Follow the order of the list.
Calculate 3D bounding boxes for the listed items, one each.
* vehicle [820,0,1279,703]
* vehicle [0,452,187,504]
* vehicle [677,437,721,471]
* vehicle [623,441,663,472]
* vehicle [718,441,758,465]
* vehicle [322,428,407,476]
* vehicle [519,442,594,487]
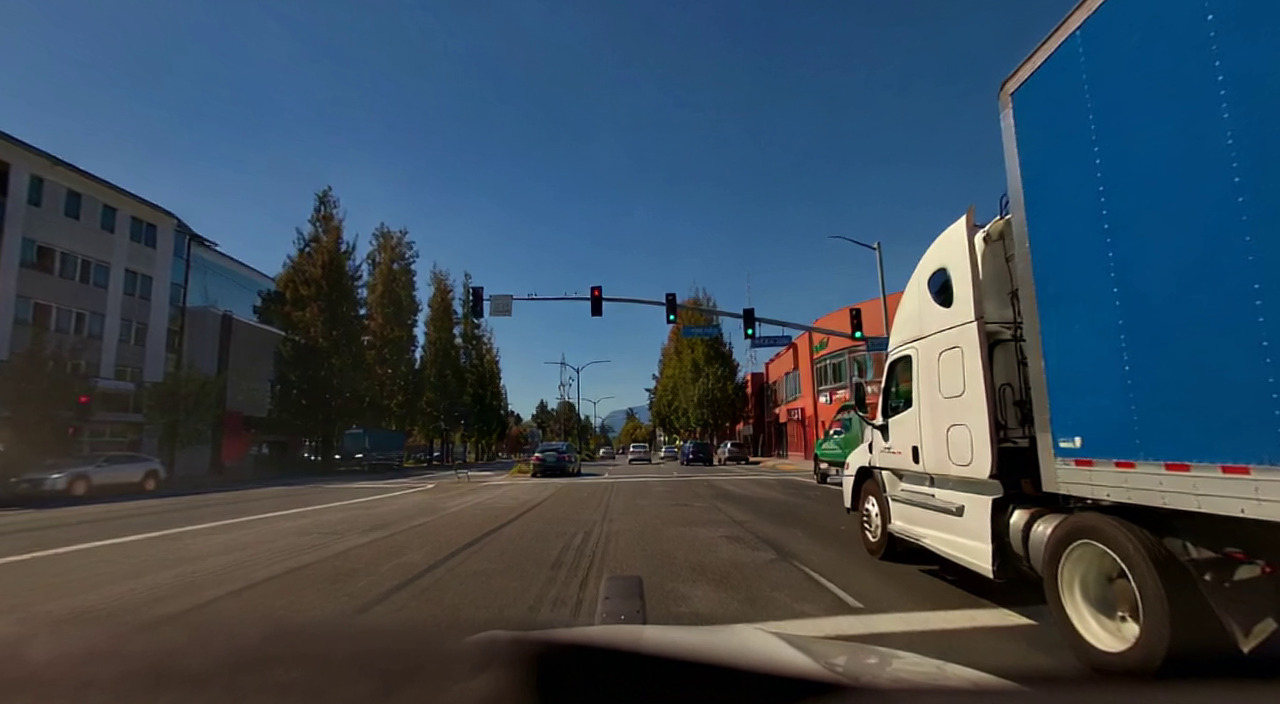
[{"bbox_3d":[3.920,-0.003,4.187,3.006,3.679,8.506,0,-8,1],"label":"vehicle"},{"bbox_3d":[-18.353,4.182,21.475,1.875,1.465,5.291,0,-8,0],"label":"vehicle"},{"bbox_3d":[3.558,6.275,38.966,2.196,1.908,4.412,0,-8,-1],"label":"vehicle"},{"bbox_3d":[0.144,6.219,37.763,2.276,1.704,3.925,0,-8,-1],"label":"vehicle"},{"bbox_3d":[7.560,7.848,49.177,2.174,1.793,5.061,0,-8,-1],"label":"vehicle"},{"bbox_3d":[-18.258,6.689,42.362,2.473,2.894,7.075,0,-8,0],"label":"vehicle"},{"bbox_3d":[-3.096,4.295,24.490,2.211,1.537,4.666,0,-8,1],"label":"vehicle"}]
